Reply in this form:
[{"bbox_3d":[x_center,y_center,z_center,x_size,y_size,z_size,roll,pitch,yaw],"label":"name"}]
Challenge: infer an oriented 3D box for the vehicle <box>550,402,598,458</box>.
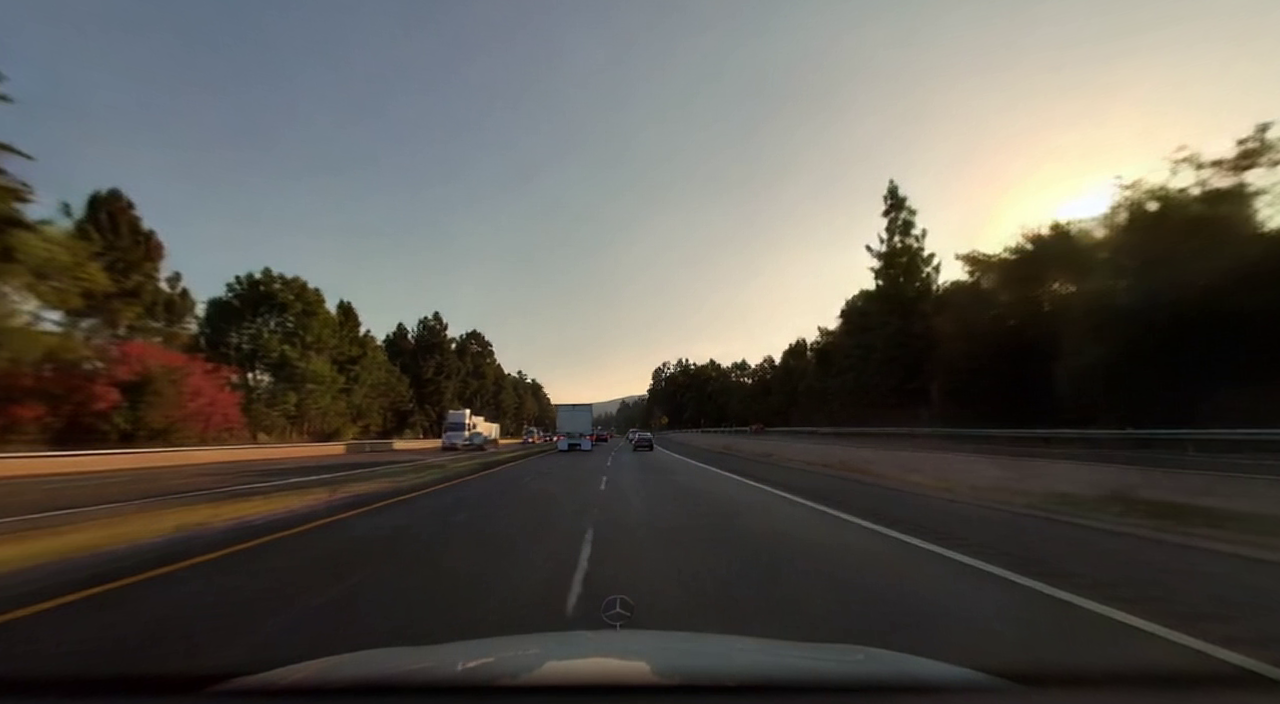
[{"bbox_3d":[-3.904,4.839,38.663,2.450,3.098,6.965,0,-8,-2],"label":"vehicle"}]
